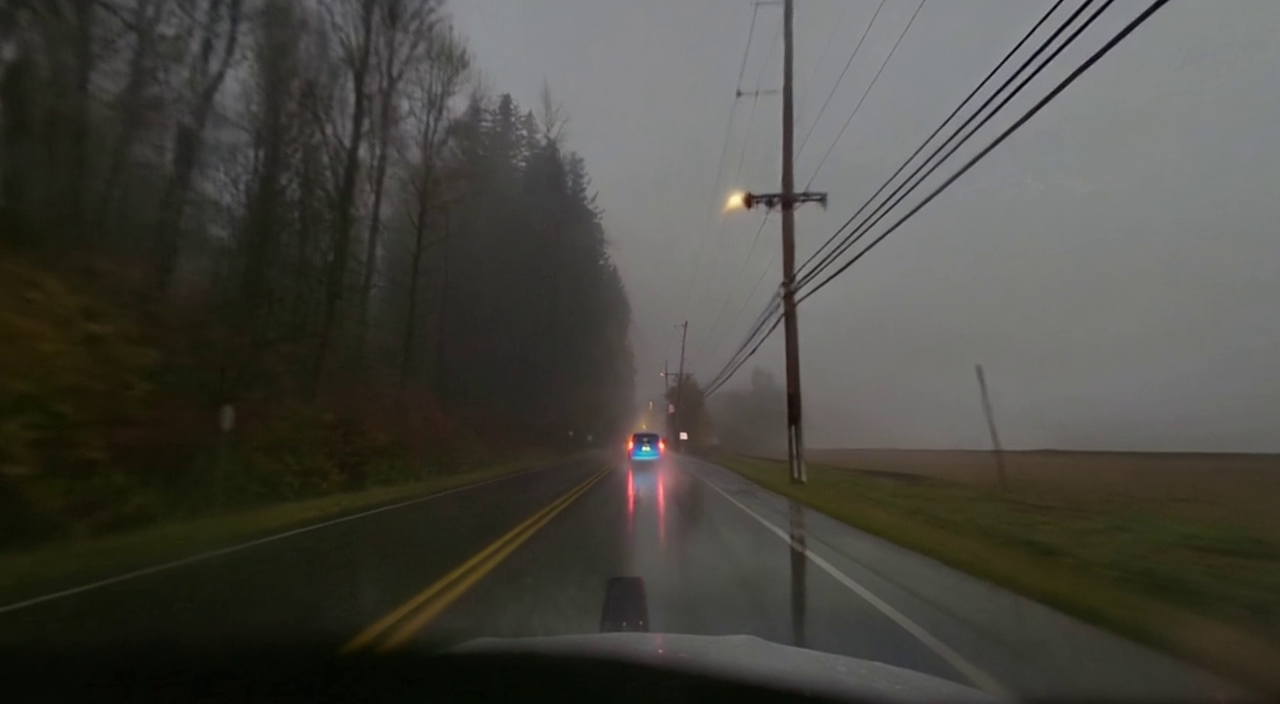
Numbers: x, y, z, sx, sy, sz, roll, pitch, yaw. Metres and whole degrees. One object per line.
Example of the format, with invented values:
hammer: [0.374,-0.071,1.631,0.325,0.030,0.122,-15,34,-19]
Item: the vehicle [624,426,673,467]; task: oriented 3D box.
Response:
vehicle: [0.435,5.052,33.863,2.468,2.056,4.422,0,-8,0]
